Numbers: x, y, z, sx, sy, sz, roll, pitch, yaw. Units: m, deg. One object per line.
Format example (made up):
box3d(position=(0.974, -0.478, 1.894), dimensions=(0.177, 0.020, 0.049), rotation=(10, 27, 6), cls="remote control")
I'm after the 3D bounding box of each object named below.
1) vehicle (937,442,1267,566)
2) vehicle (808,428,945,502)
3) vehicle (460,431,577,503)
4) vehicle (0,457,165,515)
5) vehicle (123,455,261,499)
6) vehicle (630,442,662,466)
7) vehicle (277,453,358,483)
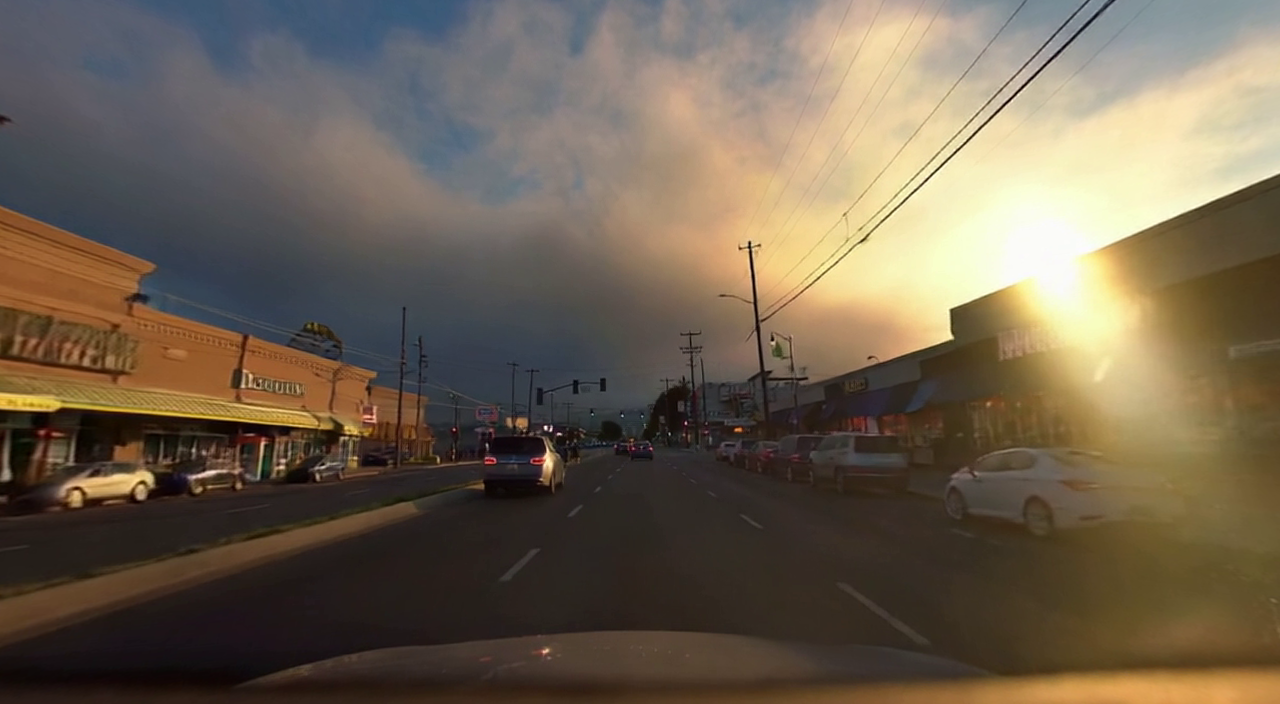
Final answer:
box3d(position=(6.629, 2.166, 9.829), dimensions=(1.871, 1.478, 4.272), rotation=(0, -9, 0), cls="vehicle")
box3d(position=(6.674, 3.257, 18.605), dimensions=(2.005, 1.858, 5.253), rotation=(0, -9, 0), cls="vehicle")
box3d(position=(-3.027, 2.982, 16.788), dimensions=(2.049, 1.646, 4.445), rotation=(-1, -9, 2), cls="vehicle")
box3d(position=(-17.335, 4.026, 19.391), dimensions=(1.800, 1.470, 4.548), rotation=(0, -9, 2), cls="vehicle")
box3d(position=(-17.242, 4.796, 24.600), dimensions=(2.046, 1.458, 4.539), rotation=(0, -9, 0), cls="vehicle")
box3d(position=(0.379, 6.887, 42.652), dimensions=(2.037, 1.484, 4.073), rotation=(0, -9, 0), cls="vehicle")
box3d(position=(-17.209, 6.183, 33.953), dimensions=(1.894, 1.458, 4.565), rotation=(0, -9, 1), cls="vehicle")
